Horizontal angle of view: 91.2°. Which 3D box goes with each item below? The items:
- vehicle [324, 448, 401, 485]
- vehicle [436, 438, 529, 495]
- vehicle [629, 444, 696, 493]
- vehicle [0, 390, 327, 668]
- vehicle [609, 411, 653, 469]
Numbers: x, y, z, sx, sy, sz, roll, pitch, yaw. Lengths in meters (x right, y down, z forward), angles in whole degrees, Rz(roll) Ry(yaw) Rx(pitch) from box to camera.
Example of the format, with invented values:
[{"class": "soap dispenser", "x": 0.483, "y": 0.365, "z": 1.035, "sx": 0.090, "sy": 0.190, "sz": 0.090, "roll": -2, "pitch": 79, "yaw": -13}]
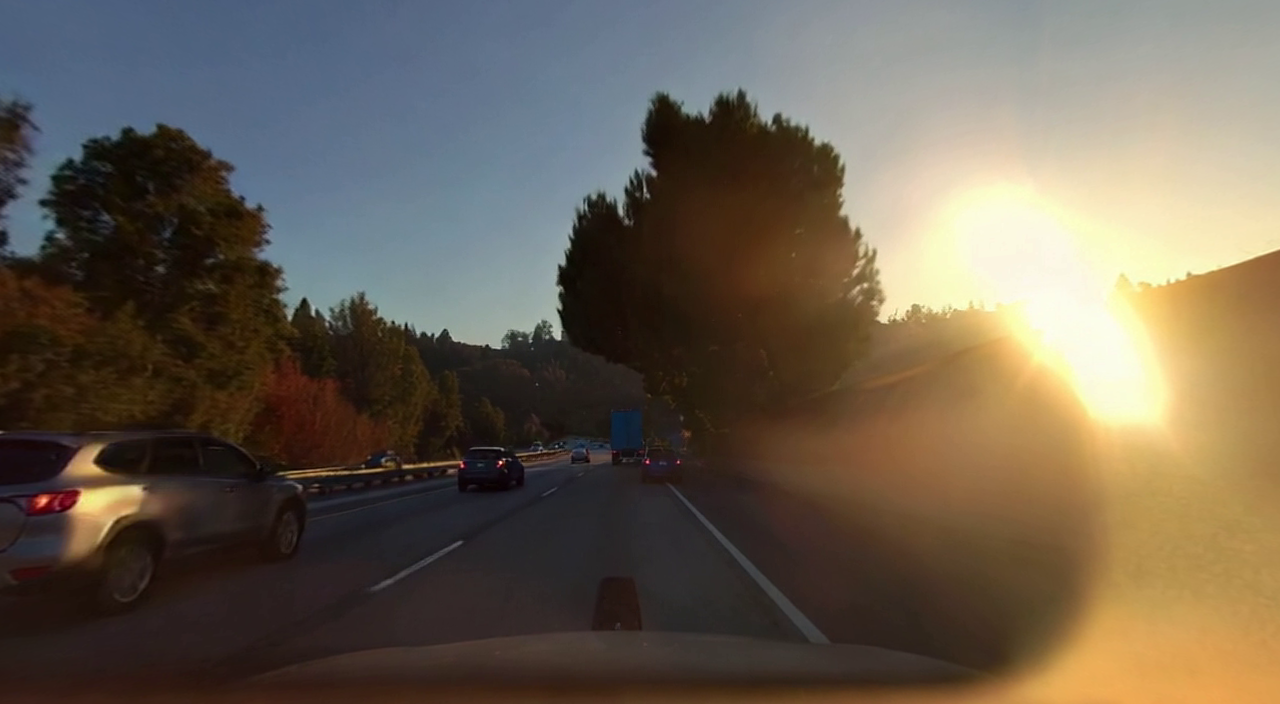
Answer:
[{"class": "vehicle", "x": -13.210, "y": 5.449, "z": 30.129, "sx": 1.899, "sy": 1.597, "sz": 4.062, "roll": 0, "pitch": -9, "yaw": -1}, {"class": "vehicle", "x": -5.070, "y": 3.741, "z": 20.767, "sx": 2.035, "sy": 1.664, "sz": 4.064, "roll": 0, "pitch": -9, "yaw": 0}, {"class": "vehicle", "x": 0.647, "y": 3.886, "z": 21.233, "sx": 2.026, "sy": 1.489, "sz": 4.045, "roll": 0, "pitch": -9, "yaw": -1}, {"class": "vehicle", "x": -4.959, "y": 1.376, "z": 5.700, "sx": 2.100, "sy": 1.671, "sz": 4.105, "roll": 0, "pitch": -9, "yaw": 0}, {"class": "vehicle", "x": -0.819, "y": 7.090, "z": 49.986, "sx": 3.113, "sy": 4.066, "sz": 10.786, "roll": 0, "pitch": -9, "yaw": -2}]
